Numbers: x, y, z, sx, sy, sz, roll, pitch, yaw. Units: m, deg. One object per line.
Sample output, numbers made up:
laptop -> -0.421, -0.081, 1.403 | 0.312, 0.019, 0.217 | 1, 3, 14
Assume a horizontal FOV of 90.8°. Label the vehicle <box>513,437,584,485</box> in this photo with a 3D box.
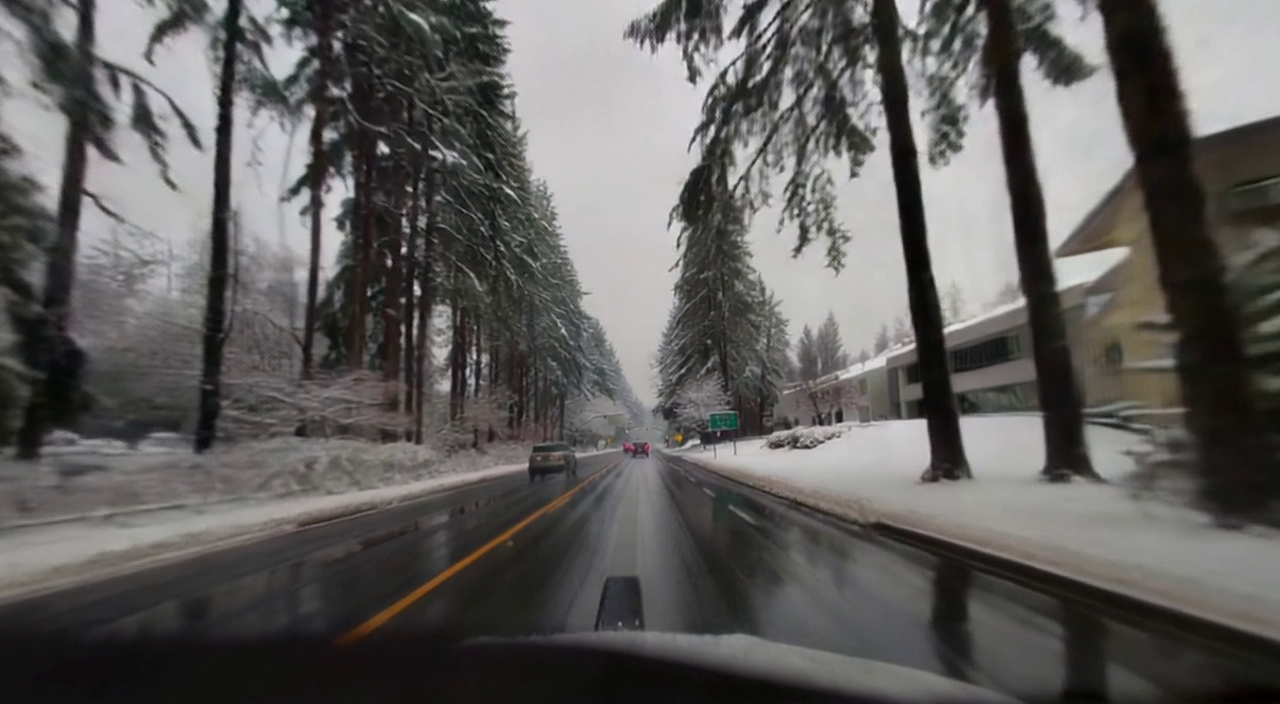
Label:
vehicle -> -3.295, 4.019, 23.550 | 1.942, 1.588, 4.172 | 0, -9, 1
